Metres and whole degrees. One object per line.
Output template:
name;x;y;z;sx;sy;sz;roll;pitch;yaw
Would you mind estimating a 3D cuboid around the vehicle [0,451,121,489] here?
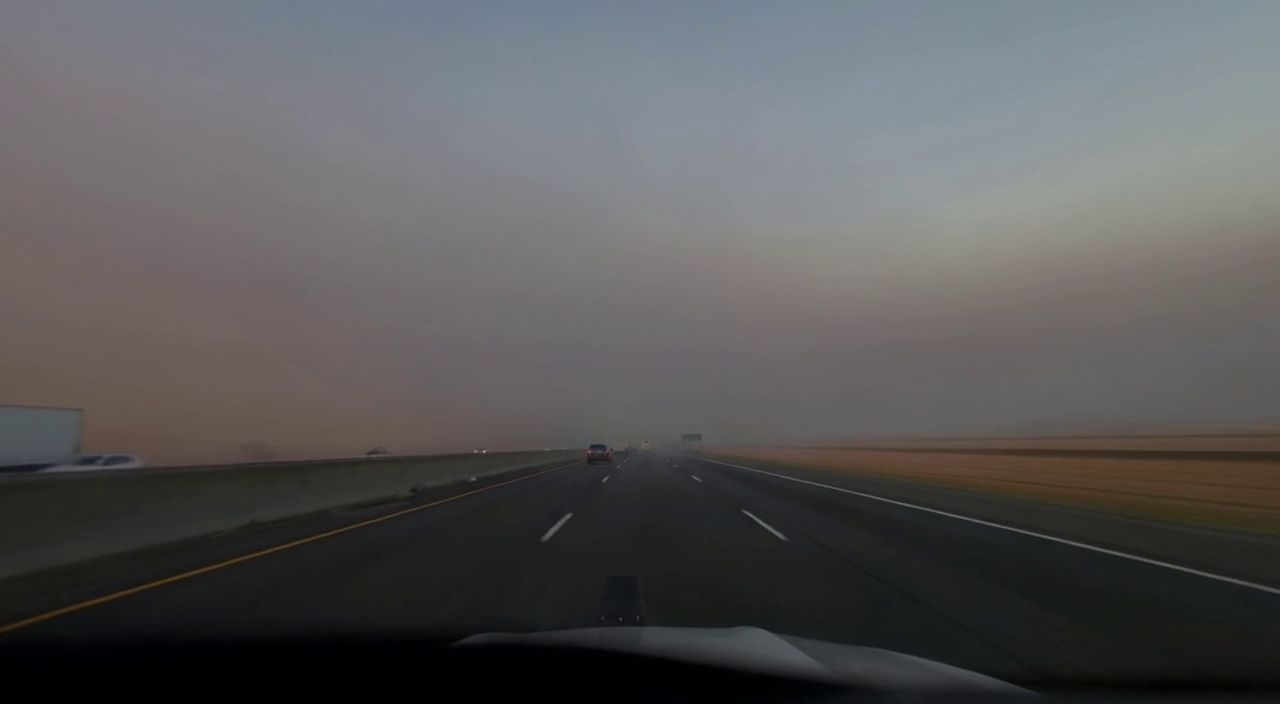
vehicle;-27.689;5.602;30.153;1.953;1.620;4.256;0;-9;0
